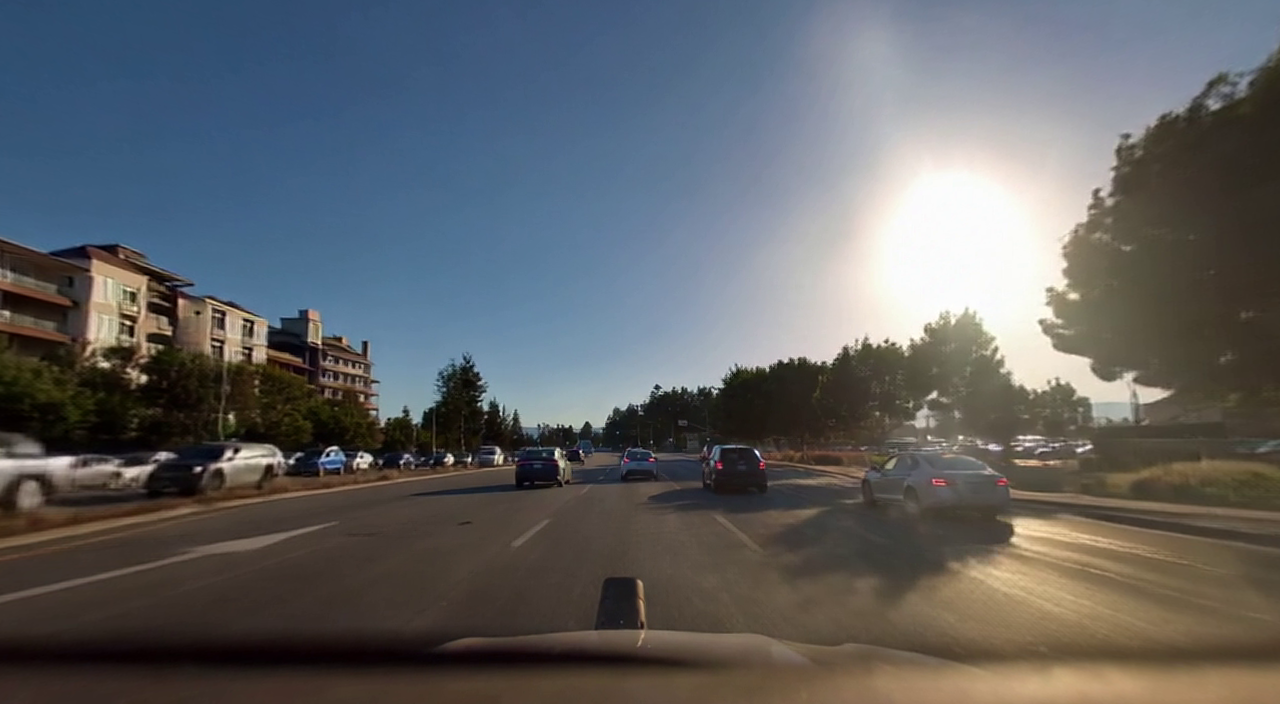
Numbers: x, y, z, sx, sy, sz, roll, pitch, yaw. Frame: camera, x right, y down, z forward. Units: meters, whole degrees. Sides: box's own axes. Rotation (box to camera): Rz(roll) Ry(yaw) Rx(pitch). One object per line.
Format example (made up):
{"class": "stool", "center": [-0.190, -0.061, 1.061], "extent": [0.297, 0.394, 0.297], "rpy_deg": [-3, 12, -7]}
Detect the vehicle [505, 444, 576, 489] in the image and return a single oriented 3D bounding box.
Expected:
{"class": "vehicle", "center": [-3.943, 4.593, 25.749], "extent": [2.172, 1.671, 4.175], "rpy_deg": [0, -8, 0]}

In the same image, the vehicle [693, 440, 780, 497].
{"class": "vehicle", "center": [3.138, 3.877, 21.463], "extent": [2.161, 1.716, 4.194], "rpy_deg": [0, -8, -2]}

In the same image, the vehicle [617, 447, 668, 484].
{"class": "vehicle", "center": [0.060, 5.140, 28.949], "extent": [2.155, 1.486, 4.403], "rpy_deg": [0, -8, -1]}

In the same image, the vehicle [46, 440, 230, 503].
{"class": "vehicle", "center": [-15.503, 3.687, 19.966], "extent": [1.915, 1.718, 4.766], "rpy_deg": [0, -8, -1]}

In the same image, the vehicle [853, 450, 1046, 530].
{"class": "vehicle", "center": [6.456, 2.883, 13.850], "extent": [1.945, 1.408, 4.288], "rpy_deg": [0, -8, -2]}

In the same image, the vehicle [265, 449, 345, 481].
{"class": "vehicle", "center": [-19.064, 6.434, 36.261], "extent": [2.186, 1.676, 4.444], "rpy_deg": [-1, -8, -1]}
